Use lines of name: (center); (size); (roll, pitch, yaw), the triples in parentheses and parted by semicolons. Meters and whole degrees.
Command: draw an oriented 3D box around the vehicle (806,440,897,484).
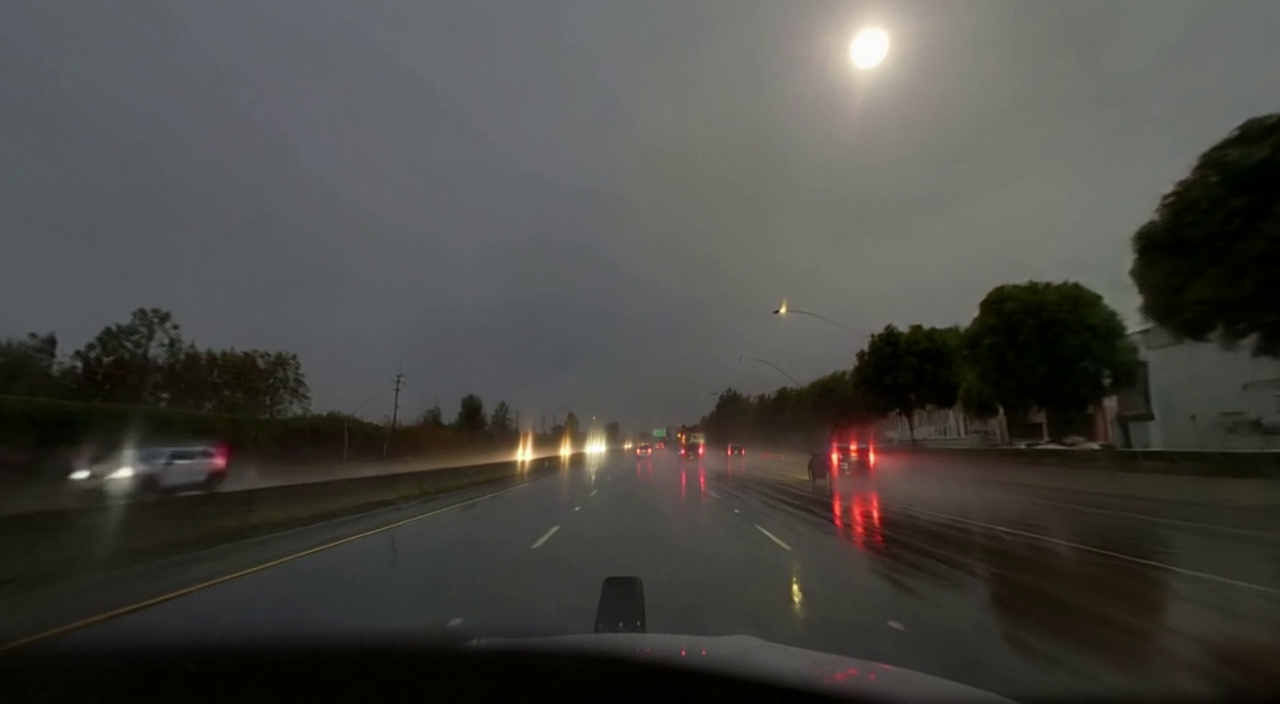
vehicle: (8.054, 4.226, 24.488); (1.989, 1.526, 4.443); (0, -9, 0)

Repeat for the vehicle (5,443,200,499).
vehicle: (-21.113, 4.673, 25.288); (2.334, 1.960, 6.091); (0, -9, 1)
